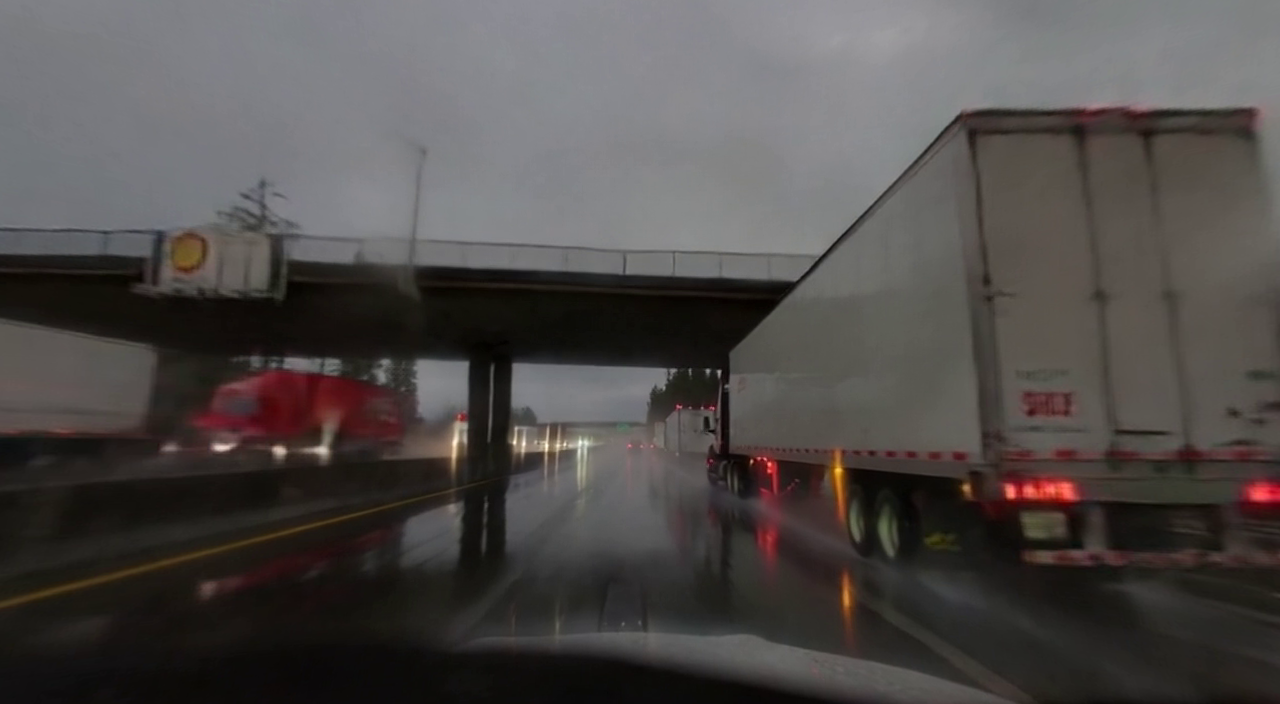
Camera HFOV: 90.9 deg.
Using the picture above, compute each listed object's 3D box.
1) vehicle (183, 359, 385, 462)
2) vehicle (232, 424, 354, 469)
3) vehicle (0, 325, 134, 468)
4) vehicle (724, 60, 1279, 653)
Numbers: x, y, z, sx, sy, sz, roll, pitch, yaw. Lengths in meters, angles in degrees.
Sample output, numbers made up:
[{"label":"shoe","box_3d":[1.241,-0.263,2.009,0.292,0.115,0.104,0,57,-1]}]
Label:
[{"label":"vehicle","box_3d":[-15.739,3.039,29.517,2.961,3.904,11.068,0,-9,0]},{"label":"vehicle","box_3d":[-12.173,3.362,22.486,1.887,1.438,4.350,0,-9,0]},{"label":"vehicle","box_3d":[-19.587,0.883,15.476,2.789,4.028,13.994,0,-9,0]},{"label":"vehicle","box_3d":[3.976,0.942,11.149,2.922,3.987,14.038,0,-9,-1]}]
